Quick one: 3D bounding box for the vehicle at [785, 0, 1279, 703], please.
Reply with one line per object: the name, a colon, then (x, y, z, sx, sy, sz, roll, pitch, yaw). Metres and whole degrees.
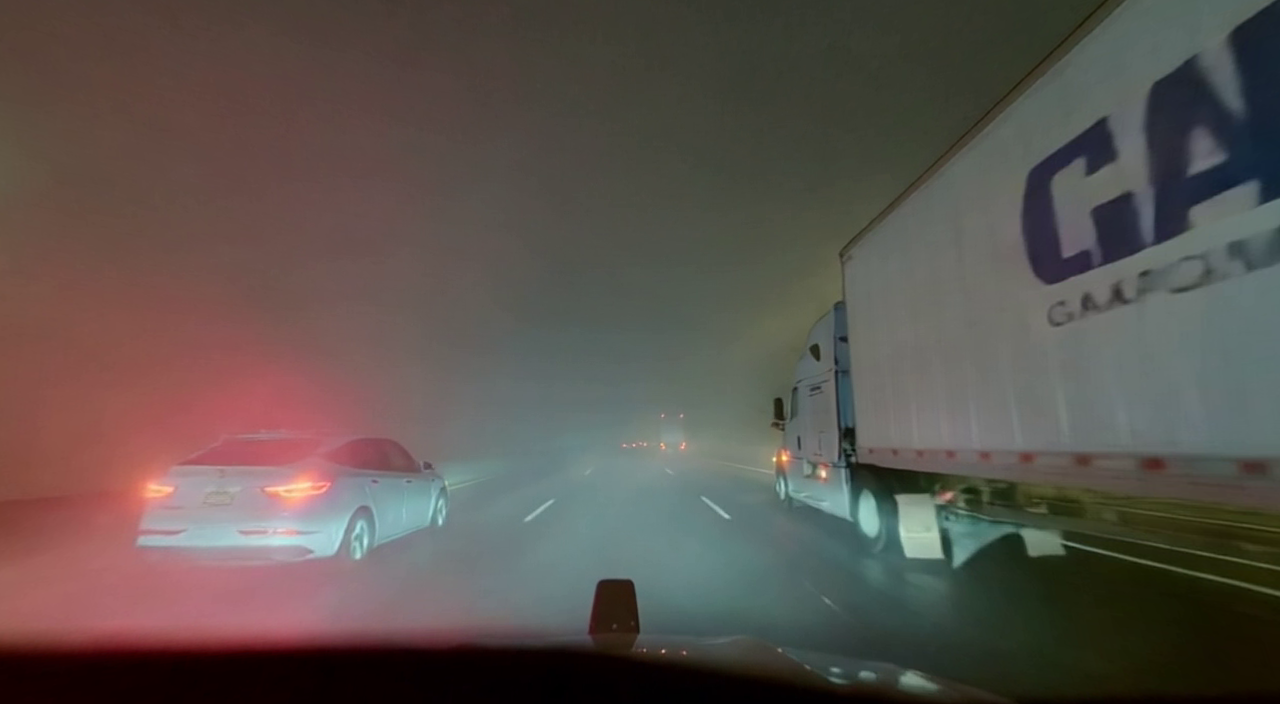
vehicle: (4.278, -0.180, 3.847, 2.976, 4.064, 14.619, 0, -8, -1)

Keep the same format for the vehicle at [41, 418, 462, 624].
vehicle: (-3.517, 1.563, 6.857, 1.990, 1.520, 4.100, 0, -8, -1)
